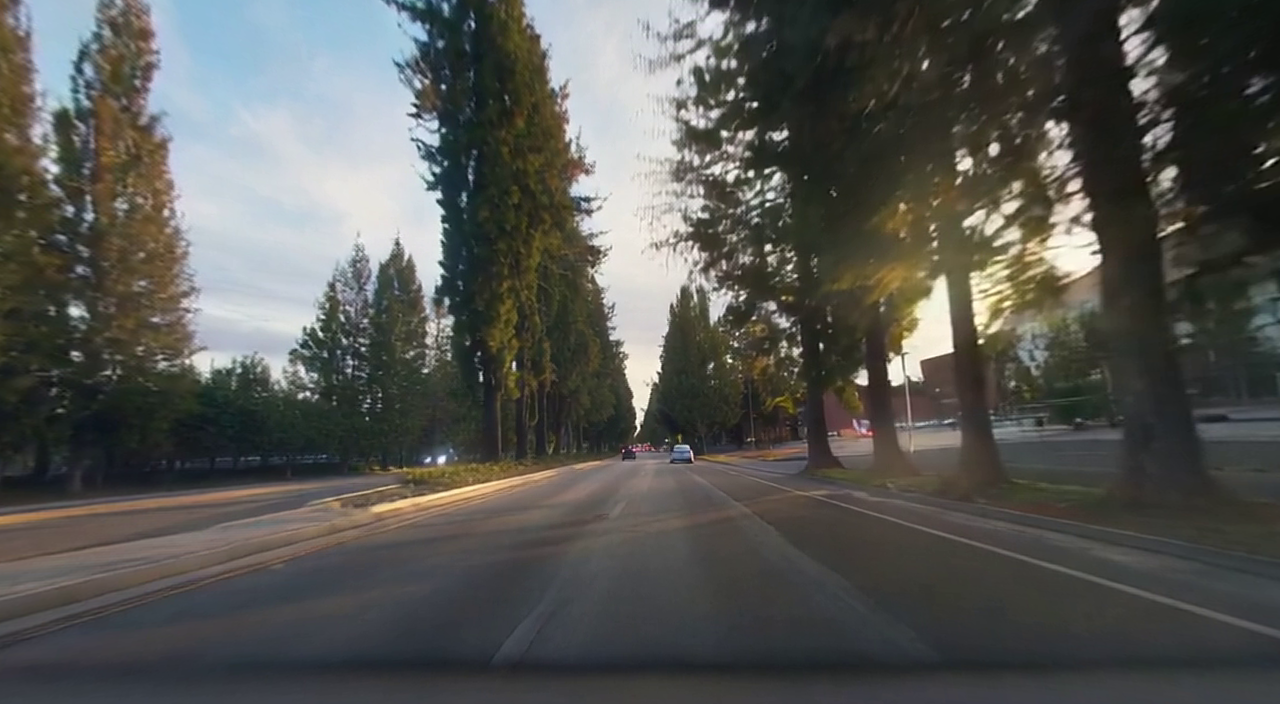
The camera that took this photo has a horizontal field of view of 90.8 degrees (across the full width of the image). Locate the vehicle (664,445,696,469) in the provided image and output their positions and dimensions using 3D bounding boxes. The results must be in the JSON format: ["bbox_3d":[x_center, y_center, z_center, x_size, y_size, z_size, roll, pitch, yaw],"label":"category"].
[{"bbox_3d":[2.628,7.020,42.484,1.925,1.488,4.271,0,-8,0],"label":"vehicle"}]
